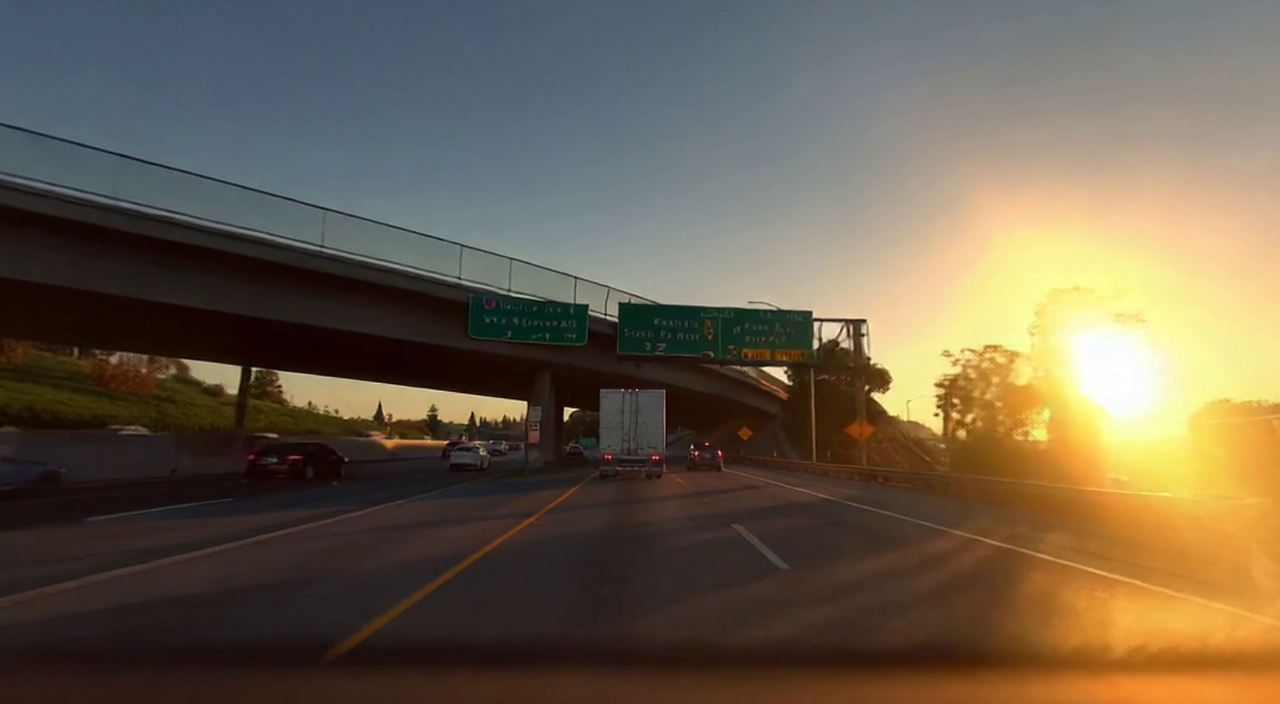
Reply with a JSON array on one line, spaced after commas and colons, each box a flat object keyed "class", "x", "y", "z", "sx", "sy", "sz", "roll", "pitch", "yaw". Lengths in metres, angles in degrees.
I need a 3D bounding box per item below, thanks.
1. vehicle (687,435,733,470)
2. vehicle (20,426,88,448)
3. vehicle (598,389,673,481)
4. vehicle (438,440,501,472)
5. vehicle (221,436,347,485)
[{"class": "vehicle", "x": 4.171, "y": 6.107, "z": 38.521, "sx": 2.174, "sy": 1.968, "sz": 5.016, "roll": 0, "pitch": -9, "yaw": -1}, {"class": "vehicle", "x": -42.884, "y": 6.282, "z": 46.252, "sx": 1.633, "sy": 1.418, "sz": 3.850, "roll": 1, "pitch": -10, "yaw": -7}, {"class": "vehicle", "x": -0.257, "y": 4.060, "z": 30.204, "sx": 2.916, "sy": 3.584, "sz": 10.841, "roll": 0, "pitch": -9, "yaw": -1}, {"class": "vehicle", "x": -8.764, "y": 5.388, "z": 32.817, "sx": 2.057, "sy": 1.506, "sz": 4.829, "roll": 0, "pitch": -9, "yaw": -2}, {"class": "vehicle", "x": -12.146, "y": 3.727, "z": 21.890, "sx": 1.906, "sy": 1.510, "sz": 4.303, "roll": 0, "pitch": -8, "yaw": -1}]
